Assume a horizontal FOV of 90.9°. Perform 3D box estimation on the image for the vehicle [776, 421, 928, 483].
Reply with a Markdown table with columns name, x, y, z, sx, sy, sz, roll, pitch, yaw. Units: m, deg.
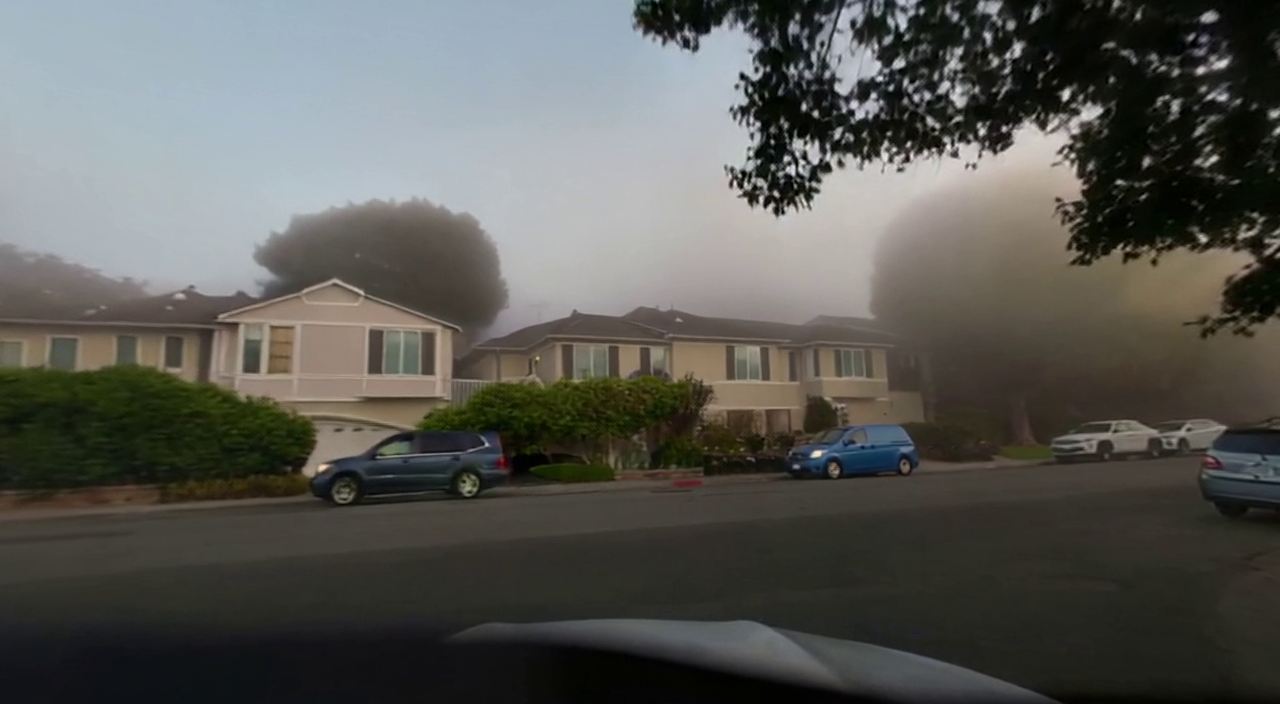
| name | x | y | z | sx | sy | sz | roll | pitch | yaw |
| --- | --- | --- | --- | --- | --- | --- | --- | --- | --- |
| vehicle | 5.691 | 2.650 | 16.991 | 3.513 | 1.507 | 1.798 | 3 | -7 | -20 |

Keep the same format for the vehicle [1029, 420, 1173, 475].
| name | x | y | z | sx | sy | sz | roll | pitch | yaw |
| --- | --- | --- | --- | --- | --- | --- | --- | --- | --- |
| vehicle | 14.599 | 2.950 | 19.958 | 3.785 | 1.488 | 1.828 | 1 | -6 | -22 |

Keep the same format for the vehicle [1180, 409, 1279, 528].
| name | x | y | z | sx | sy | sz | roll | pitch | yaw |
| --- | --- | --- | --- | --- | --- | --- | --- | --- | --- |
| vehicle | 10.109 | 1.579 | 8.820 | 4.226 | 1.507 | 2.008 | 3 | -8 | -22 |

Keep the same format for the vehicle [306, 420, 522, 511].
| name | x | y | z | sx | sy | sz | roll | pitch | yaw |
| --- | --- | --- | --- | --- | --- | --- | --- | --- | --- |
| vehicle | -4.505 | 2.184 | 12.604 | 3.746 | 1.518 | 1.845 | 5 | -6 | -27 |
